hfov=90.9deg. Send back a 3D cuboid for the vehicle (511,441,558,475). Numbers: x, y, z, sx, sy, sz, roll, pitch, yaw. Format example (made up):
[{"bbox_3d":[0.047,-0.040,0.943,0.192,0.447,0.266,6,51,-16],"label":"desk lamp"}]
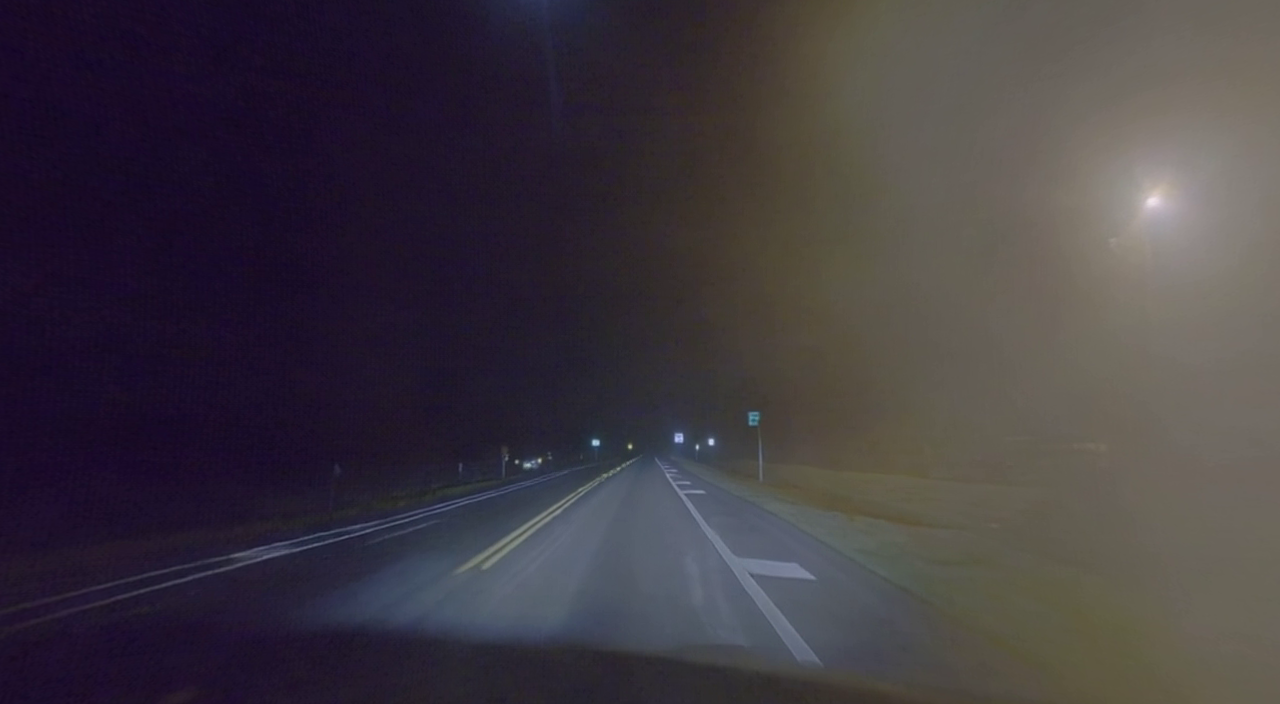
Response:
[{"bbox_3d":[-6.153,6.300,37.258,1.992,1.797,4.372,-2,-10,1],"label":"vehicle"}]
